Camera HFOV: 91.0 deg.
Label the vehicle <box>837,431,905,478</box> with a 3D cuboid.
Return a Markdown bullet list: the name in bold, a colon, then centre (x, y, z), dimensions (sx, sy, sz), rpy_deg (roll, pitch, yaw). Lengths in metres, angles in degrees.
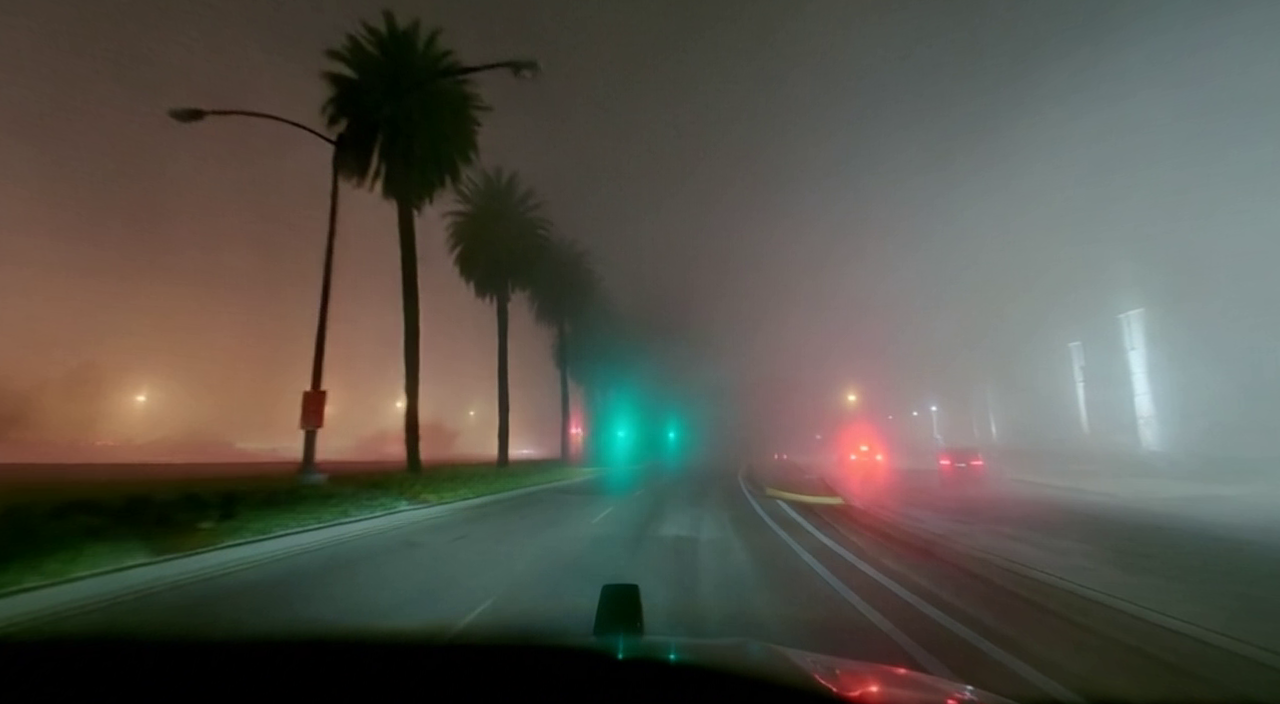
- **vehicle**: centre (11.628, 5.141, 31.878), dimensions (1.813, 2.150, 3.038), rpy_deg (2, -7, -13)

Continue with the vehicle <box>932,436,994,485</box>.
- **vehicle**: centre (16.045, 5.395, 31.408), dimensions (2.219, 2.342, 1.744), rpy_deg (-1, -10, 10)

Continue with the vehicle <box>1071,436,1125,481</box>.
- **vehicle**: centre (33.817, 7.929, 46.497), dimensions (2.645, 2.817, 3.475), rpy_deg (-11, -19, 37)
